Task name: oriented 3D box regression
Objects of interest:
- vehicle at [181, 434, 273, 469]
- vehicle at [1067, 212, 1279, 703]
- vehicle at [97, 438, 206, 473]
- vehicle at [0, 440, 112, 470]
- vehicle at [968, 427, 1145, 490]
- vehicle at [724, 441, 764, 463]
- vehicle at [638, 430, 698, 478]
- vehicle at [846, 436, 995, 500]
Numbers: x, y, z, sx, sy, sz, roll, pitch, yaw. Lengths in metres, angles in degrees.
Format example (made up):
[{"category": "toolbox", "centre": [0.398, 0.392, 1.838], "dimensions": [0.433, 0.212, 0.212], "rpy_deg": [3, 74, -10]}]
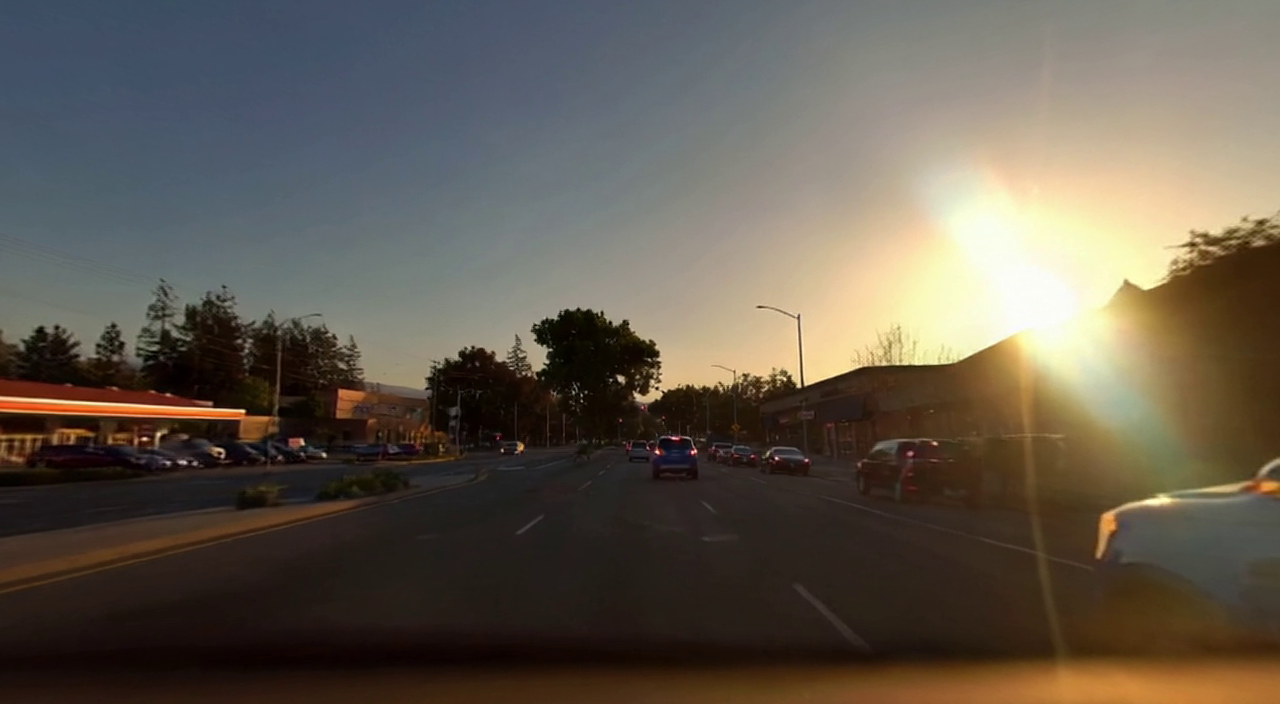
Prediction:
[{"category": "vehicle", "centre": [-25.733, 6.216, 39.392], "dimensions": [2.086, 1.967, 5.297], "rpy_deg": [0, -9, 1]}, {"category": "vehicle", "centre": [2.997, 0.346, 0.285], "dimensions": [2.246, 1.963, 4.777], "rpy_deg": [0, -8, 1]}, {"category": "vehicle", "centre": [-26.246, 5.576, 33.957], "dimensions": [1.922, 1.755, 4.511], "rpy_deg": [-1, -9, 6]}, {"category": "vehicle", "centre": [-31.600, 5.545, 34.073], "dimensions": [1.920, 1.446, 4.448], "rpy_deg": [-2, -8, 2]}, {"category": "vehicle", "centre": [12.680, 3.276, 19.615], "dimensions": [2.019, 1.711, 4.862], "rpy_deg": [1, -9, -3]}, {"category": "vehicle", "centre": [7.418, 7.152, 45.134], "dimensions": [2.055, 1.508, 4.782], "rpy_deg": [0, -8, 0]}, {"category": "vehicle", "centre": [1.141, 4.352, 26.987], "dimensions": [2.317, 1.857, 5.150], "rpy_deg": [0, -8, 1]}, {"category": "vehicle", "centre": [7.334, 3.063, 17.053], "dimensions": [1.818, 1.459, 4.806], "rpy_deg": [0, -9, 0]}]
